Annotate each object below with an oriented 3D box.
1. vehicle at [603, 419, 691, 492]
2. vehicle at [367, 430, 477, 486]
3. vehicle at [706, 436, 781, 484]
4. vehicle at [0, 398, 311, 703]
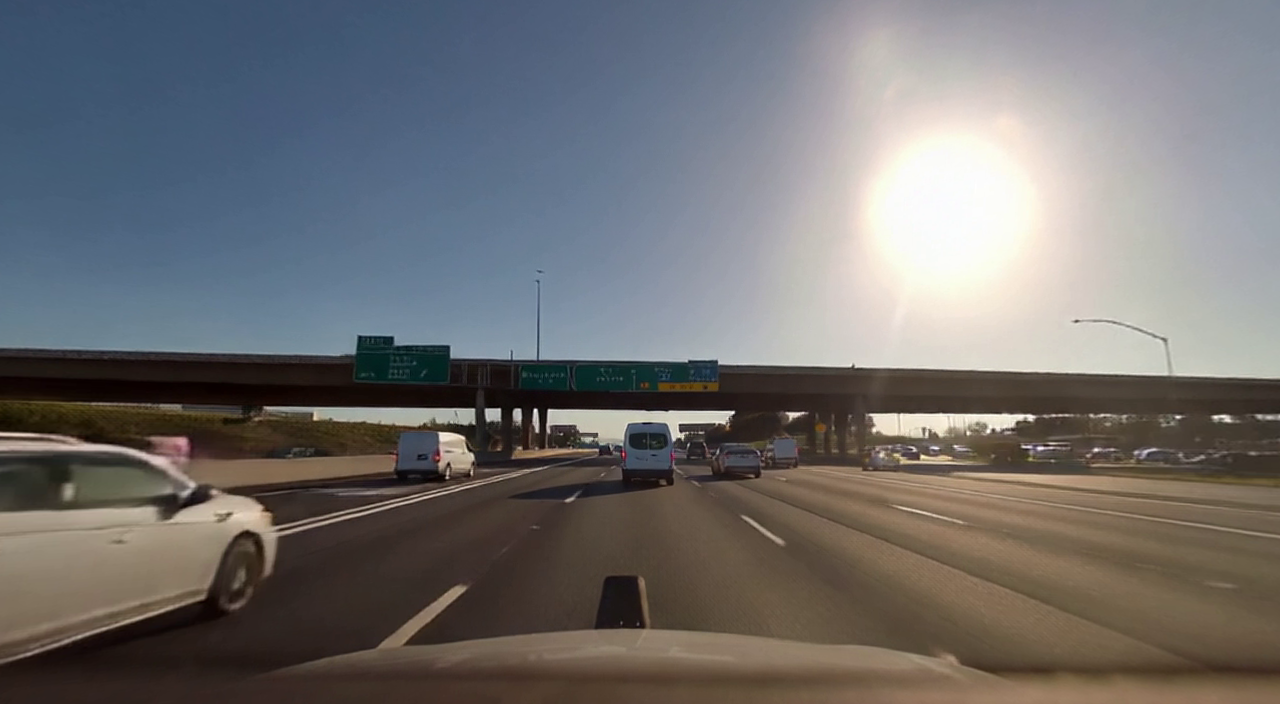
[{"bbox_3d":[0.193,3.324,20.444,2.509,2.062,4.639,0,-9,0],"label":"vehicle"},{"bbox_3d":[-7.708,3.815,22.912,2.192,1.776,4.957,0,-8,0],"label":"vehicle"},{"bbox_3d":[3.892,4.163,24.516,2.146,1.678,4.489,0,-9,0],"label":"vehicle"},{"bbox_3d":[-4.025,1.021,3.113,2.173,1.542,4.781,0,-9,1],"label":"vehicle"}]
